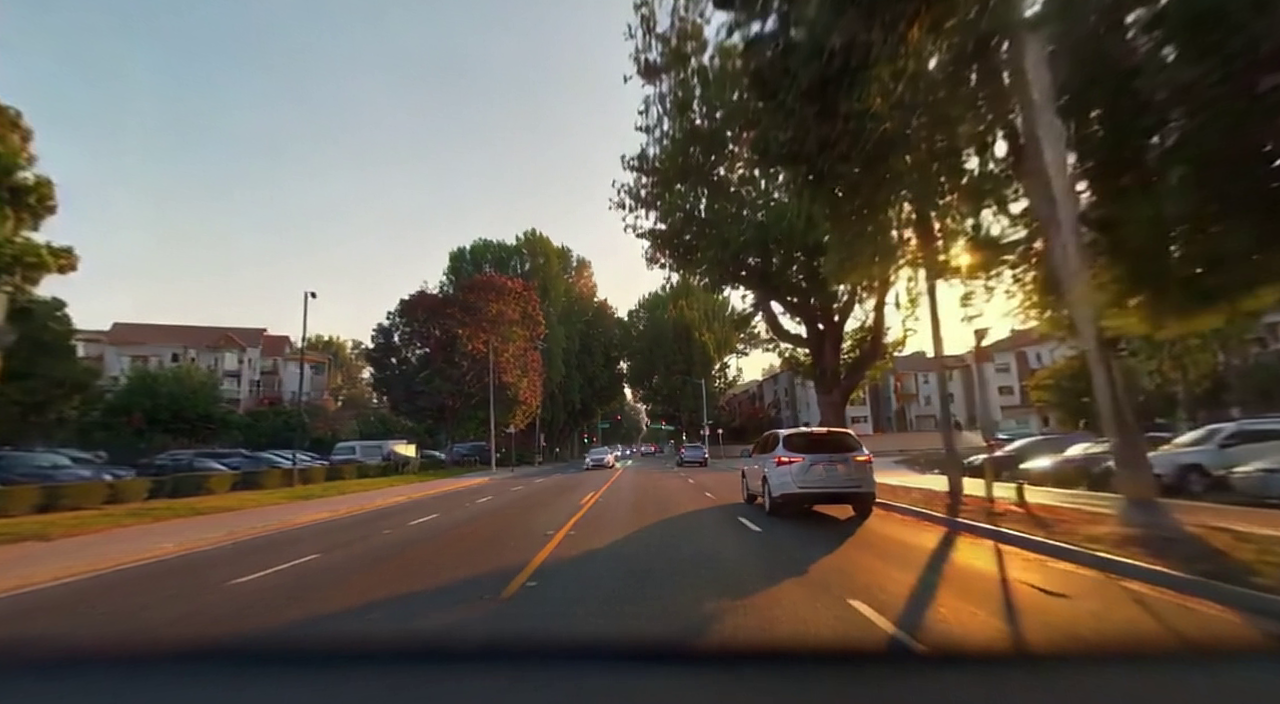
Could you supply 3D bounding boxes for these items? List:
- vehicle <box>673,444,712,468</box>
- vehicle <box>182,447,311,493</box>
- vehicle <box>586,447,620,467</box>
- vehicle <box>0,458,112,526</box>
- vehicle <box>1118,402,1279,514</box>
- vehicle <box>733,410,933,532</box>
[{"bbox_3d":[3.421,6.860,41.685,2.072,1.471,4.834,0,-9,-1],"label":"vehicle"},{"bbox_3d":[-15.102,4.526,24.326,3.993,1.566,2.114,5,-12,-33],"label":"vehicle"},{"bbox_3d":[-2.701,7.777,46.787,2.133,1.439,4.280,-1,-9,2],"label":"vehicle"},{"bbox_3d":[-14.692,3.072,13.846,1.892,1.408,4.413,-8,-12,42],"label":"vehicle"},{"bbox_3d":[12.166,1.938,11.722,4.590,1.863,2.272,-1,-9,1],"label":"vehicle"},{"bbox_3d":[3.359,2.236,12.368,2.251,1.861,5.144,0,-9,0],"label":"vehicle"}]
